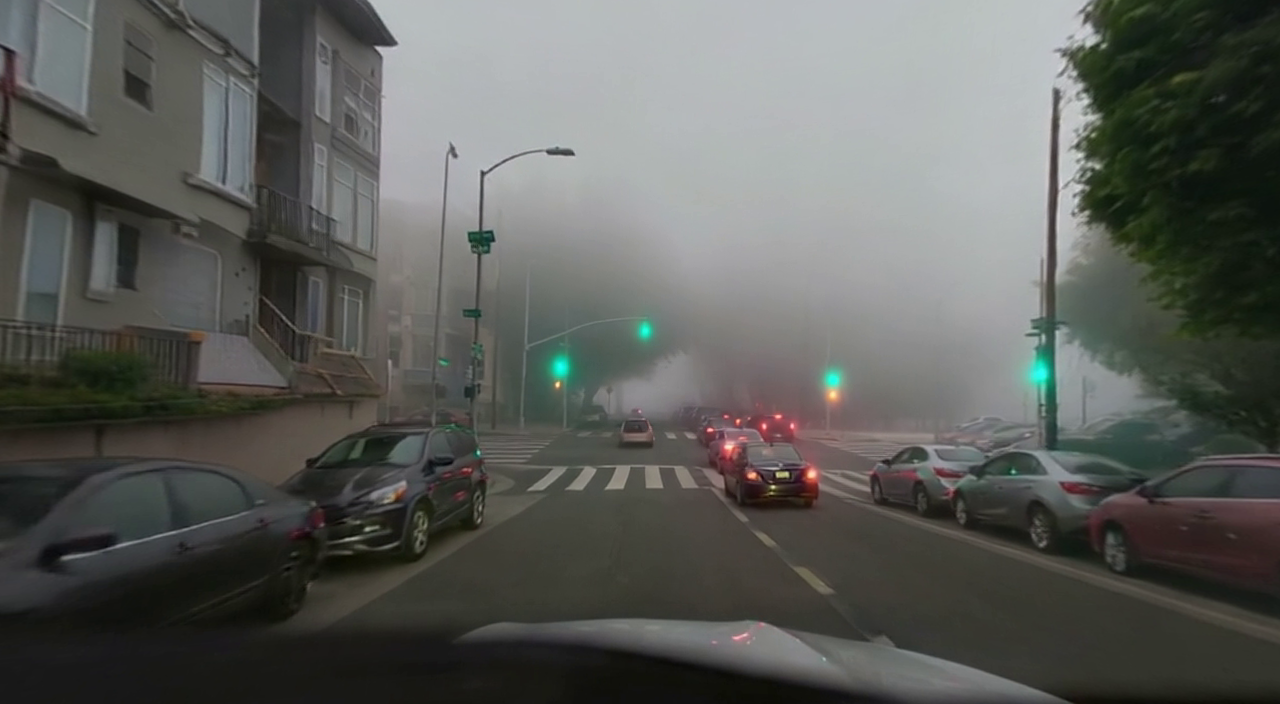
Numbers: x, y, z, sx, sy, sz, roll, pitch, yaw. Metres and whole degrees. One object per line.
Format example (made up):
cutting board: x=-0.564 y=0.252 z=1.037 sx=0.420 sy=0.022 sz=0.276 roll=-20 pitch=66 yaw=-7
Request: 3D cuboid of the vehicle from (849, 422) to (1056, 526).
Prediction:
vehicle: x=6.098 y=2.419 z=13.070 sx=1.999 sy=1.752 sz=4.502 roll=0 pitch=-8 yaw=1

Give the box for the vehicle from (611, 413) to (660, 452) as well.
vehicle: x=-0.149 y=3.364 z=26.791 sx=1.923 sy=1.460 sz=3.923 roll=0 pitch=-4 yaw=1

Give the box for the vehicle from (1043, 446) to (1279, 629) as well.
vehicle: x=6.112 y=1.588 z=5.735 sx=1.962 sy=1.438 sz=4.440 roll=0 pitch=-8 yaw=0

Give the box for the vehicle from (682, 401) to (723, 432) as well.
vehicle: x=3.740 y=3.980 z=38.407 sx=2.093 sy=1.655 sz=4.327 roll=0 pitch=-8 yaw=1

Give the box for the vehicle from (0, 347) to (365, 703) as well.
vehicle: x=-3.496 y=1.005 z=3.548 sx=1.922 sy=1.704 sz=4.398 roll=0 pitch=-8 yaw=-1

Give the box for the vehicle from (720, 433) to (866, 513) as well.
vehicle: x=3.100 y=2.575 z=13.945 sx=2.055 sy=1.450 sz=4.676 roll=0 pitch=-8 yaw=0

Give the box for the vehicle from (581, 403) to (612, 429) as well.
vehicle: x=-2.828 y=4.267 z=41.485 sx=1.878 sy=1.521 sz=3.697 roll=0 pitch=-8 yaw=-1
